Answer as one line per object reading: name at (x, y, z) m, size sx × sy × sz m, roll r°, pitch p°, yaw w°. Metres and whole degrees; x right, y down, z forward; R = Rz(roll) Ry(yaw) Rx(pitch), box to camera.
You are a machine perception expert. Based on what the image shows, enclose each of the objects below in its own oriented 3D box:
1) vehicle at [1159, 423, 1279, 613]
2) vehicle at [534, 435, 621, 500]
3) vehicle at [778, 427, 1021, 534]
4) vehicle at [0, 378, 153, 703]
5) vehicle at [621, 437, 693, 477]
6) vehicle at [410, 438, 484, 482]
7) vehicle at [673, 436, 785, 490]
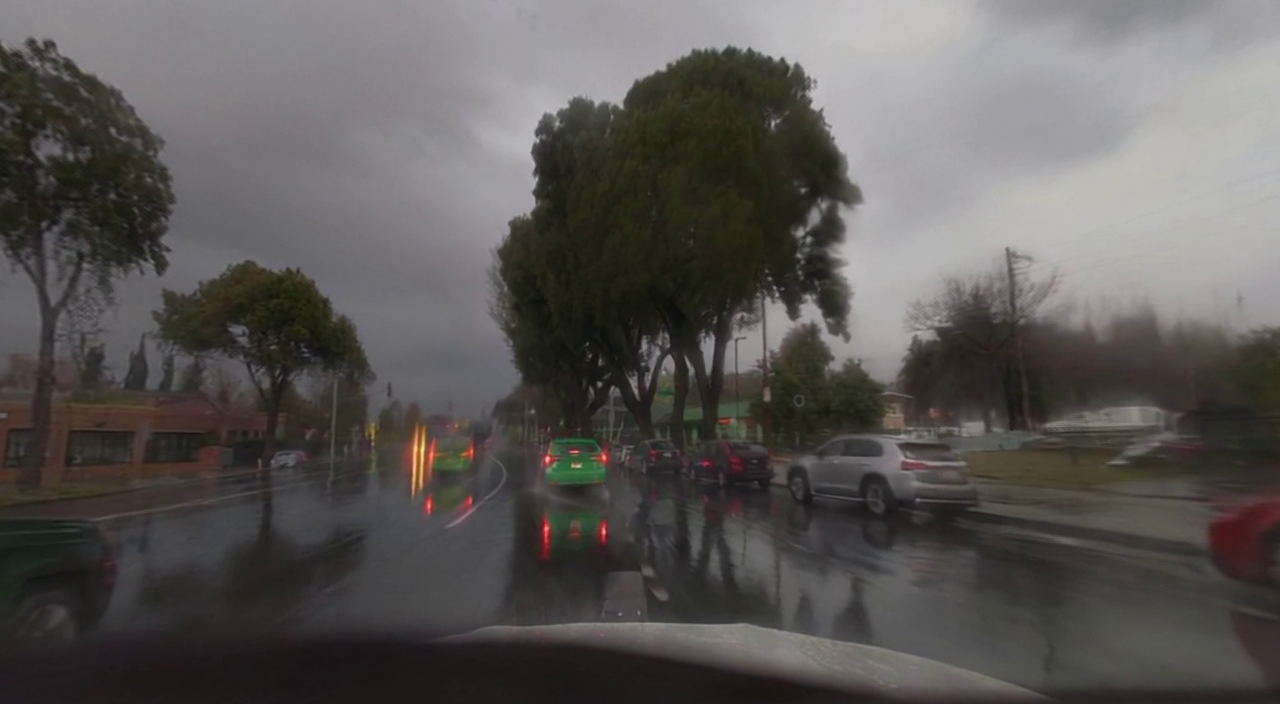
vehicle at (6.283, 1.081, 3.523) m, size 2.038 × 1.446 × 4.896 m, roll 2°, pitch -9°, yaw -12°
vehicle at (-1.754, 3.019, 16.959) m, size 2.001 × 1.483 × 4.442 m, roll 1°, pitch -8°, yaw -8°
vehicle at (4.352, 2.209, 11.473) m, size 1.905 × 1.537 × 4.276 m, roll 2°, pitch -9°, yaw -13°
vehicle at (-4.272, 0.803, 1.895) m, size 2.065 × 1.714 × 4.570 m, roll 0°, pitch -8°, yaw -3°
vehicle at (0.620, 4.473, 27.120) m, size 1.911 × 1.534 × 4.599 m, roll 2°, pitch -9°, yaw -14°
vehicle at (-7.217, 4.066, 24.051) m, size 2.105 × 1.477 × 4.857 m, roll 1°, pitch -9°, yaw -10°
vehicle at (2.603, 3.418, 19.809) m, size 1.867 × 1.489 × 4.694 m, roll 2°, pitch -9°, yaw -13°
